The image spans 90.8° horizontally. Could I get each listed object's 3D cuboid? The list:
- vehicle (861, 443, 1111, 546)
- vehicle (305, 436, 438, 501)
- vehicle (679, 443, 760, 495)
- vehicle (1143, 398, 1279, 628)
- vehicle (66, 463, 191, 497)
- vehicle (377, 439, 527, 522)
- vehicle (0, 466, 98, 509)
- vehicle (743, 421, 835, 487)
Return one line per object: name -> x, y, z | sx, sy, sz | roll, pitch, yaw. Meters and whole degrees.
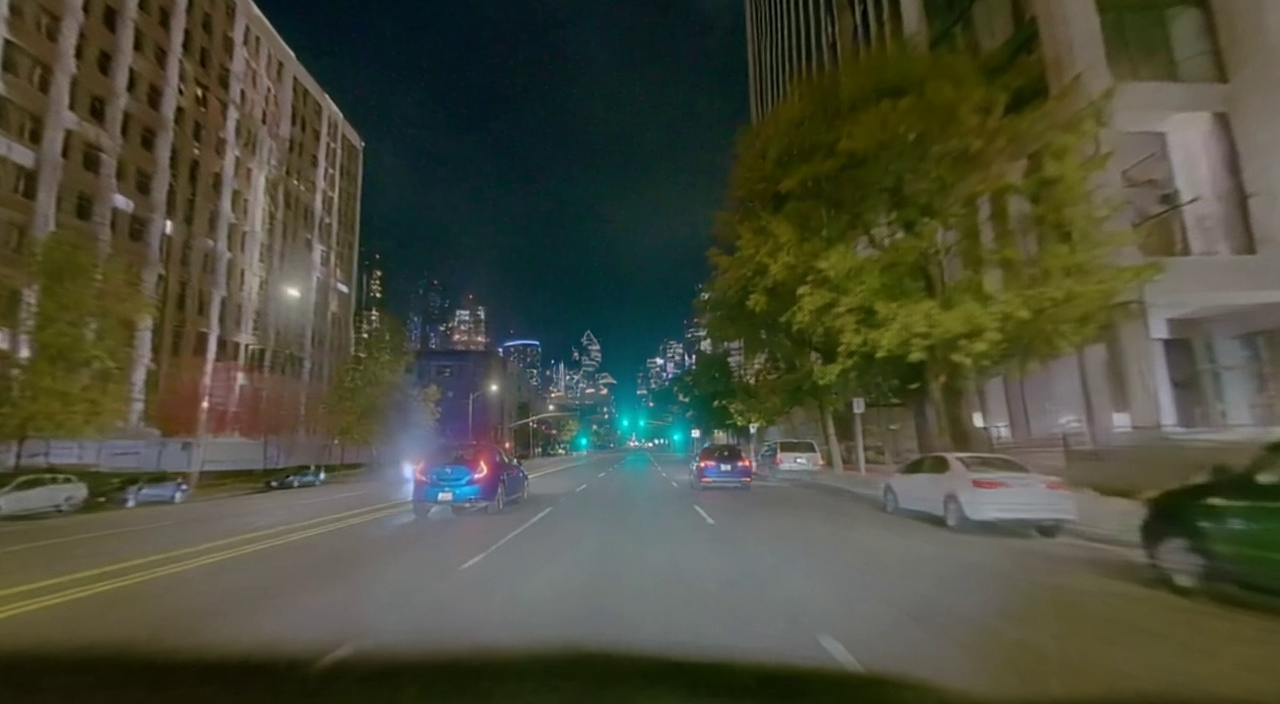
vehicle -> 5.845, 2.424, 11.524 | 1.905, 1.471, 4.596 | 0, -9, -1
vehicle -> -8.490, 3.706, 20.586 | 2.098, 1.807, 5.024 | 0, -9, 0
vehicle -> 2.454, 3.750, 20.649 | 1.978, 1.471, 4.426 | 0, -9, -1
vehicle -> 6.056, 1.048, 3.554 | 2.085, 1.782, 5.258 | 0, -9, 0
vehicle -> -24.163, 6.038, 29.955 | 4.398, 1.486, 1.837 | -1, -9, 3
vehicle -> -3.877, 2.711, 13.882 | 2.062, 1.527, 4.044 | 0, -9, 0
vehicle -> -23.976, 5.145, 24.083 | 4.816, 1.482, 1.995 | -1, -9, 3
vehicle -> 5.904, 4.145, 25.880 | 2.394, 2.400, 5.209 | 0, -9, -1
